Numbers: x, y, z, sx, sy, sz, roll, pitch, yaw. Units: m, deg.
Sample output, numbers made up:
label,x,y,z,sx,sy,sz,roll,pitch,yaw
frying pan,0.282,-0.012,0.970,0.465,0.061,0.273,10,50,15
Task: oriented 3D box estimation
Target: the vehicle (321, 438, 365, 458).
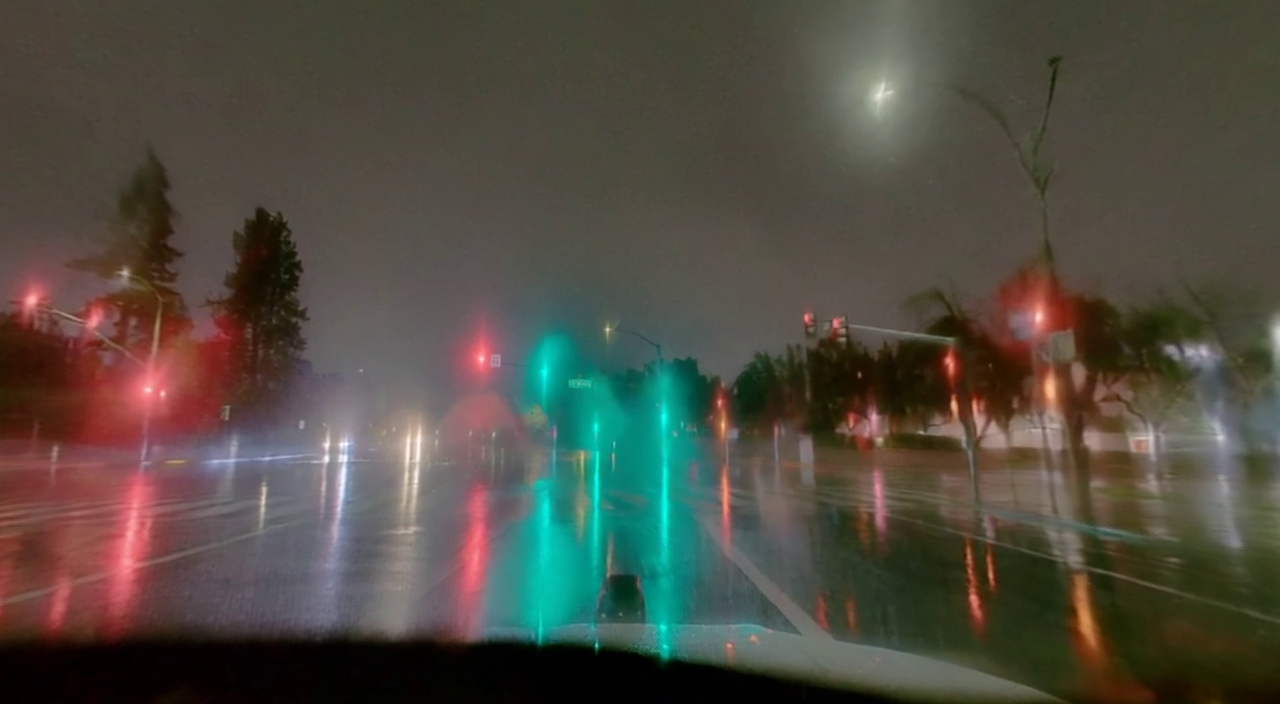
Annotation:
label,x,y,z,sx,sy,sz,roll,pitch,yaw
vehicle,-22.778,7.368,48.601,1.918,1.432,4.433,1,-9,-10
